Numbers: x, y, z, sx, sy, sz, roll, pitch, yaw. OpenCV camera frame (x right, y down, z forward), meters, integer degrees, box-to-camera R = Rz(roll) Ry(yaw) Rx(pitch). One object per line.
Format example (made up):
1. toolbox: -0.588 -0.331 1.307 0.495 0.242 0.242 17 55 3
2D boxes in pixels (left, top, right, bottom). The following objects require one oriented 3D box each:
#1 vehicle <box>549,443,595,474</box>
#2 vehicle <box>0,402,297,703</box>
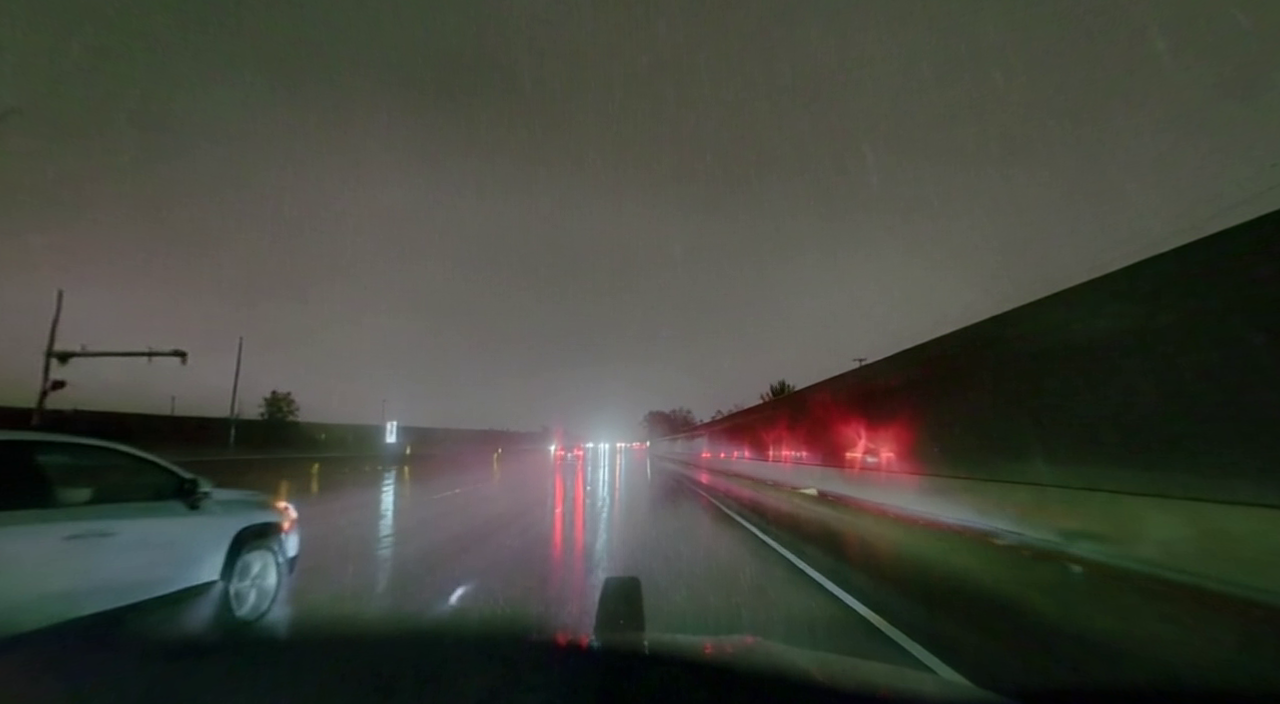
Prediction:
1. vehicle: -3.907 6.176 36.758 2.133 1.683 4.340 1 -9 0
2. vehicle: -3.938 1.034 2.974 2.195 1.573 4.176 0 -9 1
